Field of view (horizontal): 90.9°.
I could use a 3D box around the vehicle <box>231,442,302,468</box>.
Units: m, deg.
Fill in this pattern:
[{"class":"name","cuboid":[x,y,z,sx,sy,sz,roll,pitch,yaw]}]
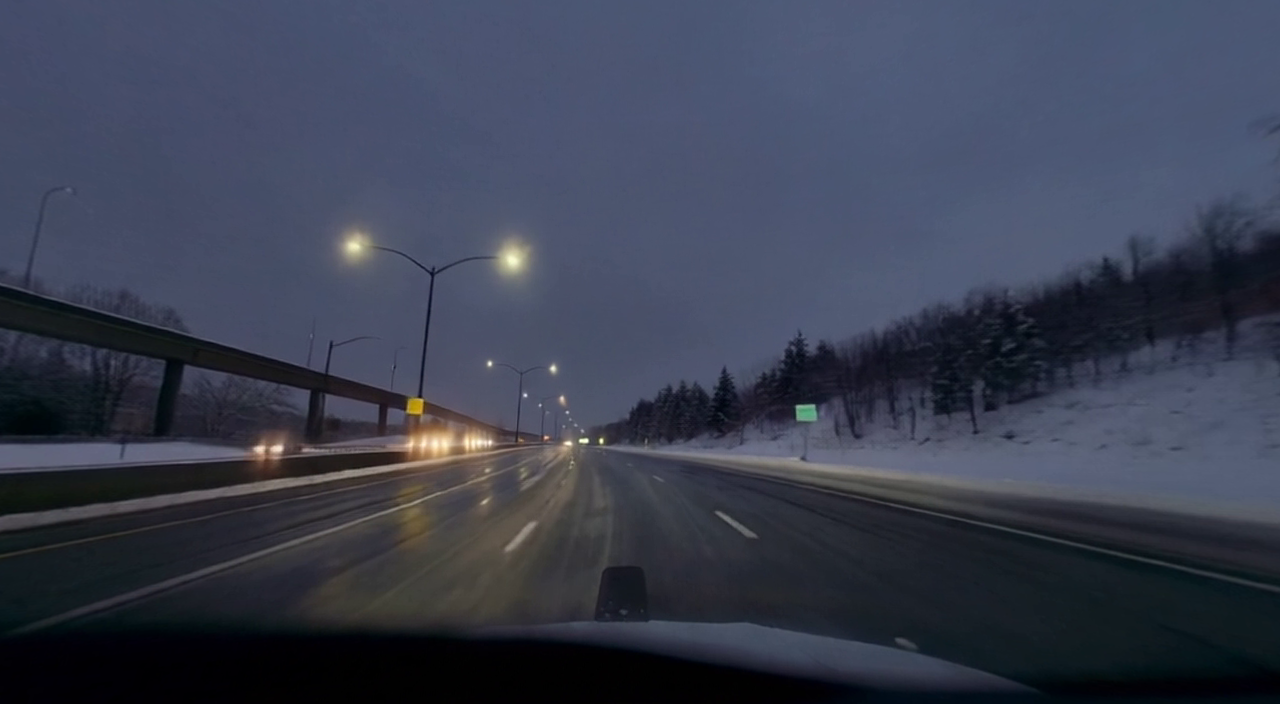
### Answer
[{"class":"vehicle","cuboid":[-23.321,6.413,39.566,1.886,1.529,4.589,0,-8,-4]}]
